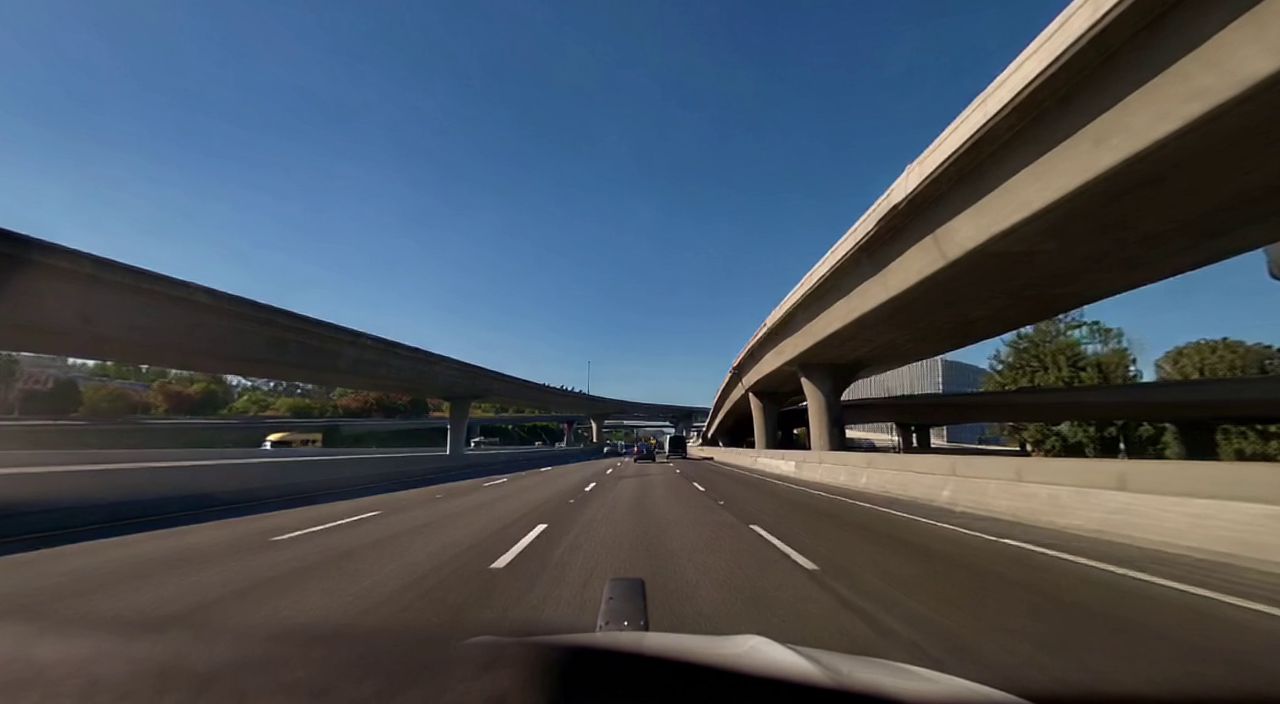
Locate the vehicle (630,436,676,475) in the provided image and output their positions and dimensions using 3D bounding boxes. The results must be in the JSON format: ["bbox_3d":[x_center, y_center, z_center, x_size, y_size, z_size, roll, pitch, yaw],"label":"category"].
[{"bbox_3d":[0.550,4.901,30.150,2.052,1.711,4.223,0,-8,-1],"label":"vehicle"}]
